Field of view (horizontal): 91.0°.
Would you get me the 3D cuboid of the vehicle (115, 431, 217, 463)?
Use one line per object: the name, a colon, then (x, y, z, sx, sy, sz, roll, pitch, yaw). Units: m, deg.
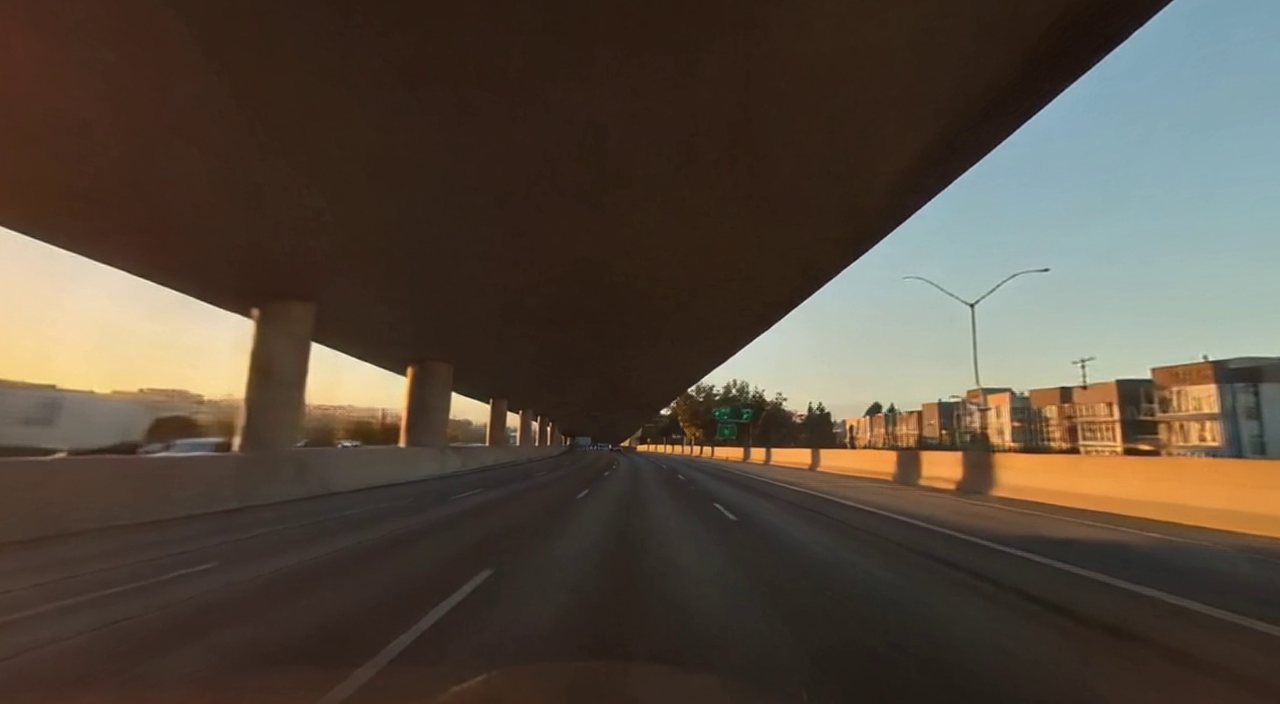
vehicle: (-26.569, 5.355, 35.577, 1.977, 1.692, 4.807, 1, -8, 0)

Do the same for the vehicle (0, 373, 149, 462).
vehicle: (-26.550, 2.706, 25.706, 3.068, 3.410, 12.339, 1, -8, 0)
